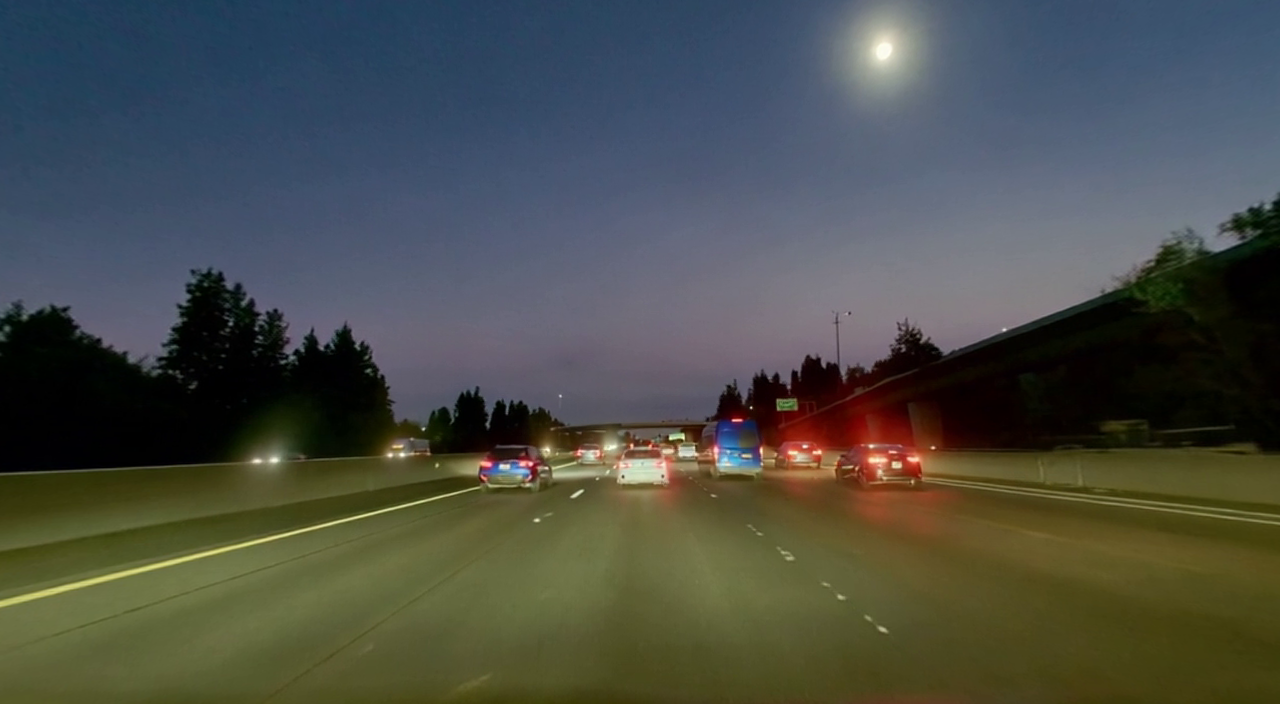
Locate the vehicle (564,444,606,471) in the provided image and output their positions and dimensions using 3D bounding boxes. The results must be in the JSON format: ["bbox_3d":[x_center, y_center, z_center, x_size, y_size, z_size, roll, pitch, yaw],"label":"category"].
[{"bbox_3d":[-3.582,6.976,41.958,2.258,1.655,4.397,0,-8,1],"label":"vehicle"}]

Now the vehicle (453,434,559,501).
[{"bbox_3d":[-3.761,3.327,18.533,2.078,1.706,4.298,0,-8,1],"label":"vehicle"}]

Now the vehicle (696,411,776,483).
[{"bbox_3d":[4.028,4.189,27.934,2.436,2.745,6.607,0,-8,0],"label":"vehicle"}]

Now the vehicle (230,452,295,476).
[{"bbox_3d":[-26.059,7.704,43.695,1.987,1.487,3.758,0,-8,3],"label":"vehicle"}]

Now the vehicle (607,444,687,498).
[{"bbox_3d":[0.173,3.563,19.303,2.174,1.467,4.005,0,-8,0],"label":"vehicle"}]

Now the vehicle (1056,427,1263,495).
[{"bbox_3d":[16.254,3.443,20.248,2.189,1.869,5.080,0,-8,-1],"label":"vehicle"}]
